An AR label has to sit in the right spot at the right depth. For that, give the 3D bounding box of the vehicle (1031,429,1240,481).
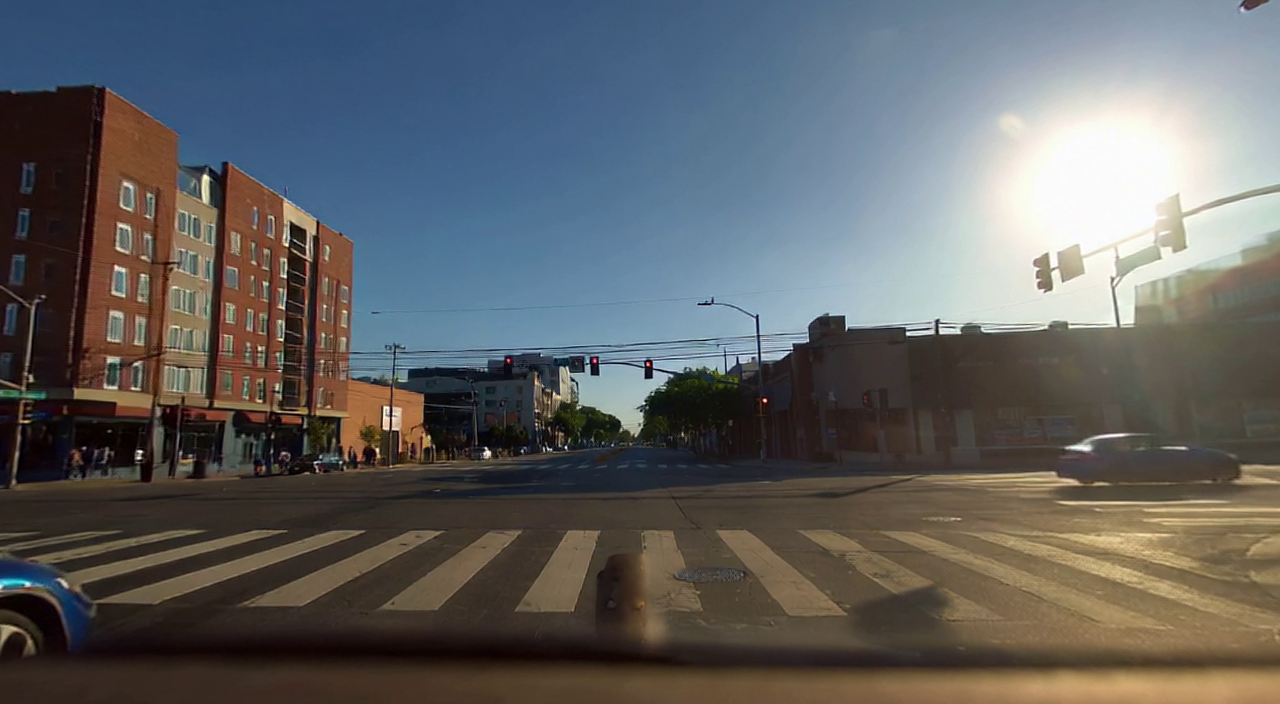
[{"bbox_3d":[14.539,3.041,18.621,4.551,1.454,1.941,0,-8,-1],"label":"vehicle"}]

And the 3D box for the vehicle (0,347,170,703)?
[{"bbox_3d":[-3.634,0.615,1.062,2.109,1.692,4.587,0,-8,0],"label":"vehicle"}]
